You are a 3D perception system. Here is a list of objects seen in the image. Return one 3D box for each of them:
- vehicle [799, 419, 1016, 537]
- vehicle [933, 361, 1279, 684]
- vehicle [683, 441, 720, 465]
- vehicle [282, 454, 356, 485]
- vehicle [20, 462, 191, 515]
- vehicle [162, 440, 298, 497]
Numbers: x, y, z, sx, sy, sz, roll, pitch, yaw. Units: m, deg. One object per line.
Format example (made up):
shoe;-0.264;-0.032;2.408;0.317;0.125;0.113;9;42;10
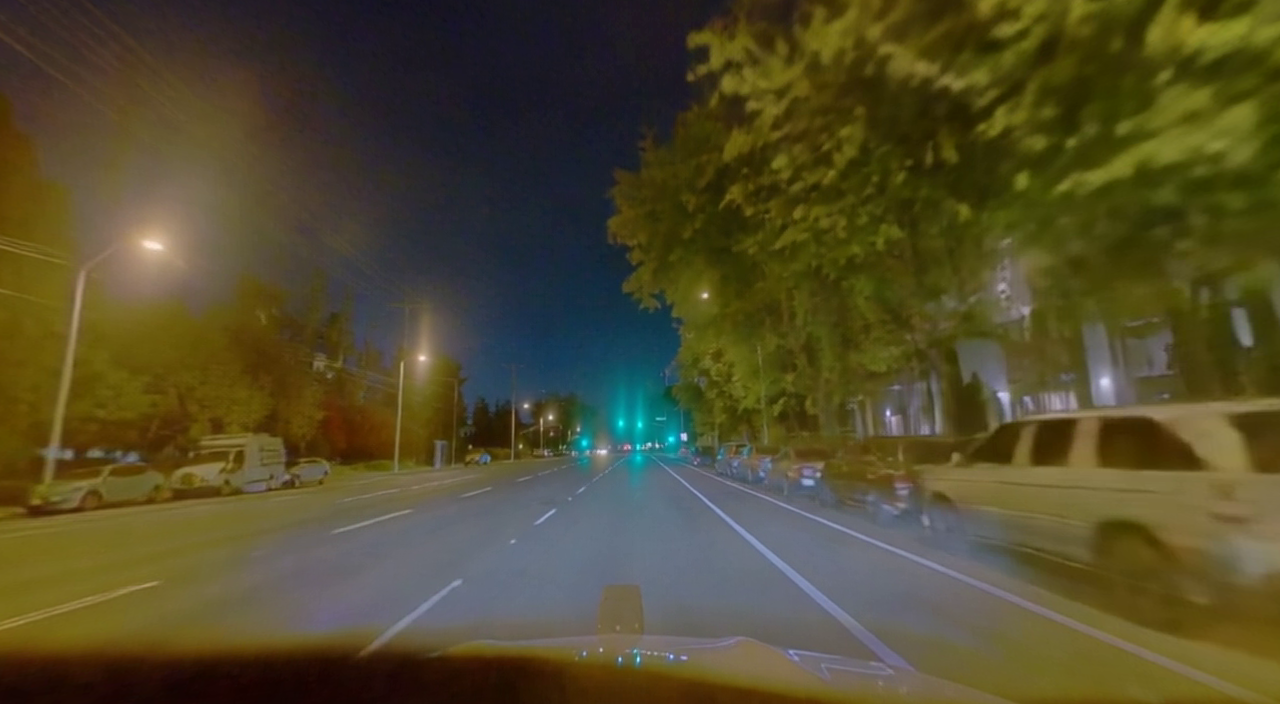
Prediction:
vehicle;4.468;2.175;11.514;1.889;1.697;4.557;0;-9;-1
vehicle;4.514;1.205;5.225;1.926;1.778;4.568;0;-9;0
vehicle;4.463;7.432;46.602;2.154;1.718;4.980;0;-9;-1
vehicle;-17.770;6.508;35.236;1.871;1.596;4.114;-1;-9;2
vehicle;-17.788;4.530;21.382;1.921;1.480;4.392;0;-9;0
vehicle;-17.819;5.068;27.936;2.360;2.225;5.385;0;-9;0
